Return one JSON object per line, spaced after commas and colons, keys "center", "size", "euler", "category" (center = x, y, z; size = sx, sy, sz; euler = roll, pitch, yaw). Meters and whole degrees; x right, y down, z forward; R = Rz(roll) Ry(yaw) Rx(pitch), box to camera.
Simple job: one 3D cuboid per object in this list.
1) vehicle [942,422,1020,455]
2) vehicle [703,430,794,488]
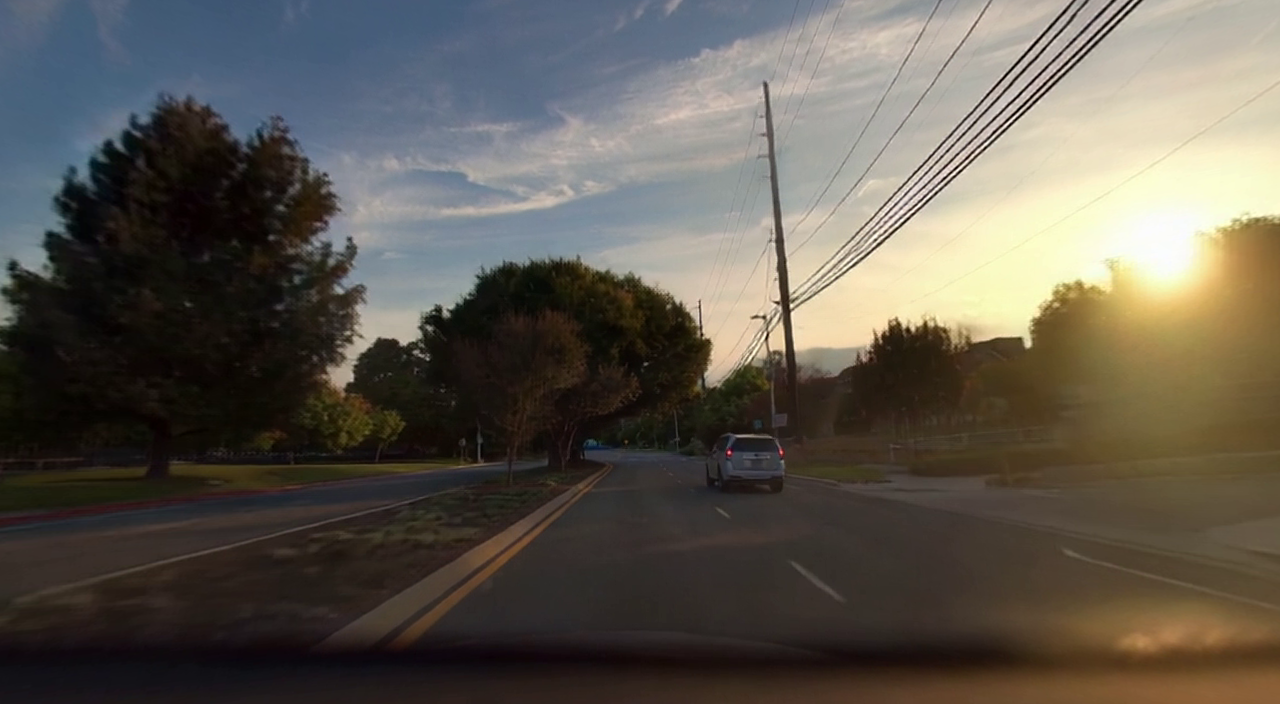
{"center": [16.145, 4.155, 30.159], "size": [1.674, 1.455, 3.769], "euler": [-1, -9, 2], "category": "vehicle"}
{"center": [3.632, 3.707, 22.156], "size": [2.193, 1.777, 4.772], "euler": [0, -9, -2], "category": "vehicle"}
